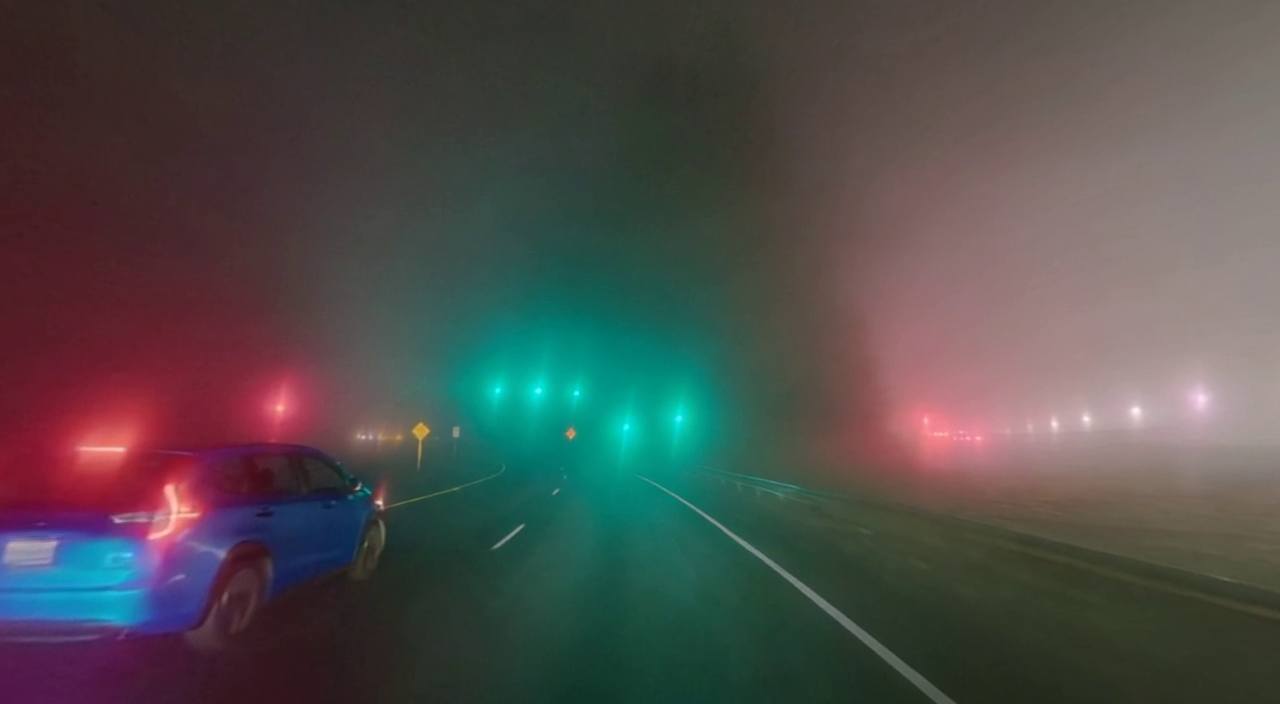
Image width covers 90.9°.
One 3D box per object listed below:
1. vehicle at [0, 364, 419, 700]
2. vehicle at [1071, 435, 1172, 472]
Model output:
[{"bbox_3d":[-4.151,1.351,6.044,2.336,1.857,4.986,0,-8,-1],"label":"vehicle"},{"bbox_3d":[21.539,4.515,28.177,4.141,1.451,1.720,2,-10,-25],"label":"vehicle"}]
